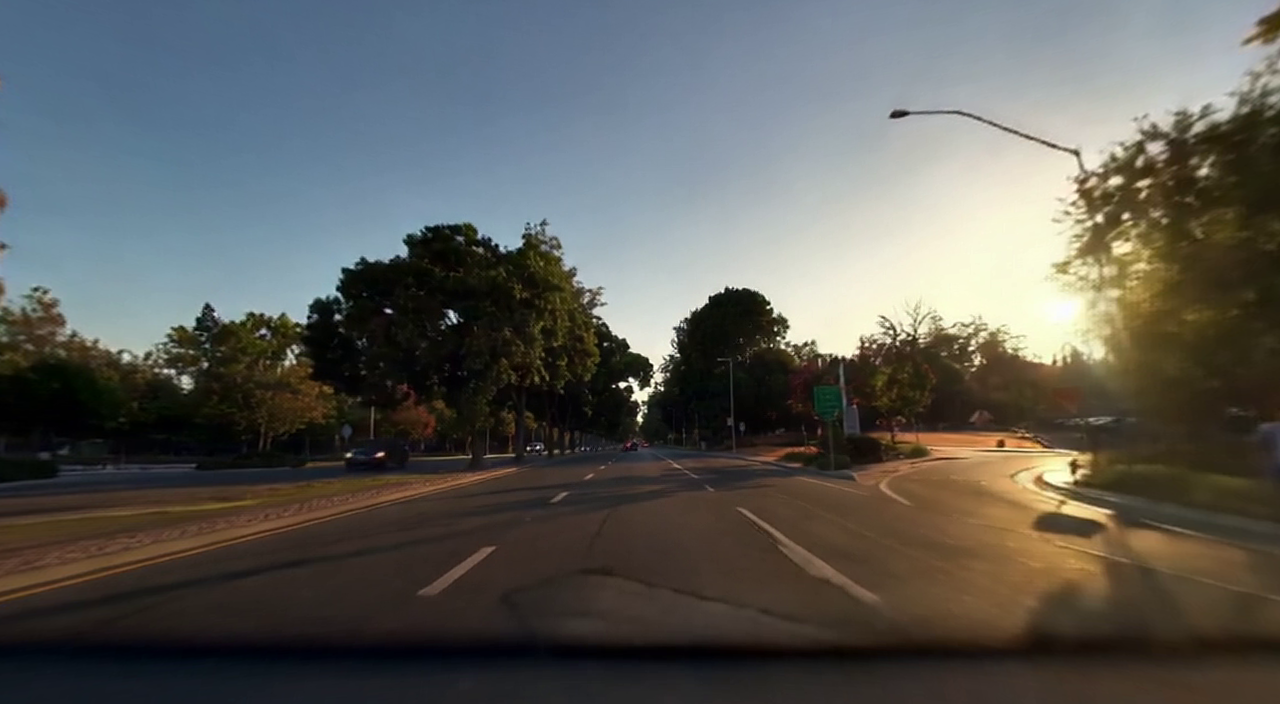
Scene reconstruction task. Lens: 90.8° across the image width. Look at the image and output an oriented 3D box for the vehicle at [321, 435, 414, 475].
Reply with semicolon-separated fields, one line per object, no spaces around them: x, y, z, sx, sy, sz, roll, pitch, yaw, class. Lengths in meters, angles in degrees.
-12.951;4.931;30.471;2.156;1.728;4.968;0;-8;2;vehicle
